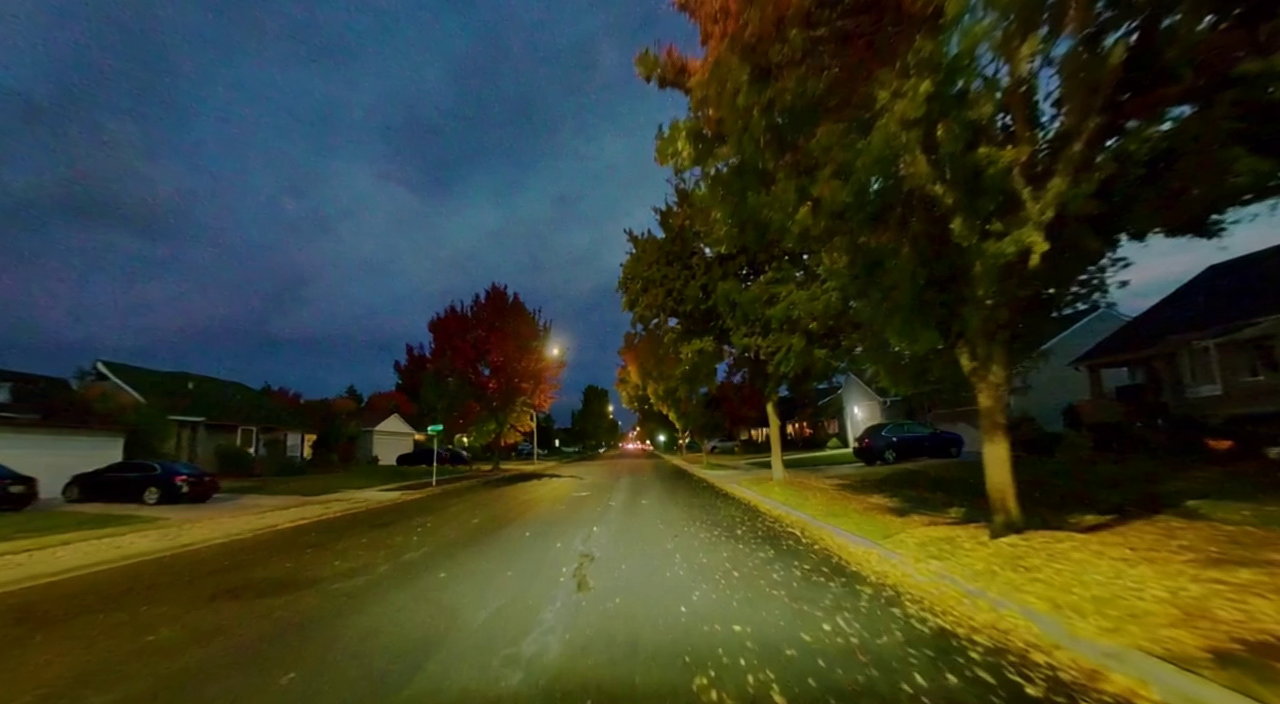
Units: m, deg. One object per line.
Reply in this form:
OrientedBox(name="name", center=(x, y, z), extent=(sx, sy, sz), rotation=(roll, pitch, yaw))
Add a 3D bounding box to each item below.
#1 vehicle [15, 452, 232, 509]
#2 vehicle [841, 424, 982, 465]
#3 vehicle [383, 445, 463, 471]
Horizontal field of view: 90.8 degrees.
OrientedBox(name="vehicle", center=(-14.875, 3.696, 18.441), extent=(4.492, 1.501, 1.903), rotation=(1, -9, -5))
OrientedBox(name="vehicle", center=(10.230, 3.524, 24.084), extent=(4.422, 1.488, 2.013), rotation=(0, -8, 0))
OrientedBox(name="vehicle", center=(-15.303, 7.490, 44.677), extent=(4.830, 1.725, 2.116), rotation=(0, -9, 1))
